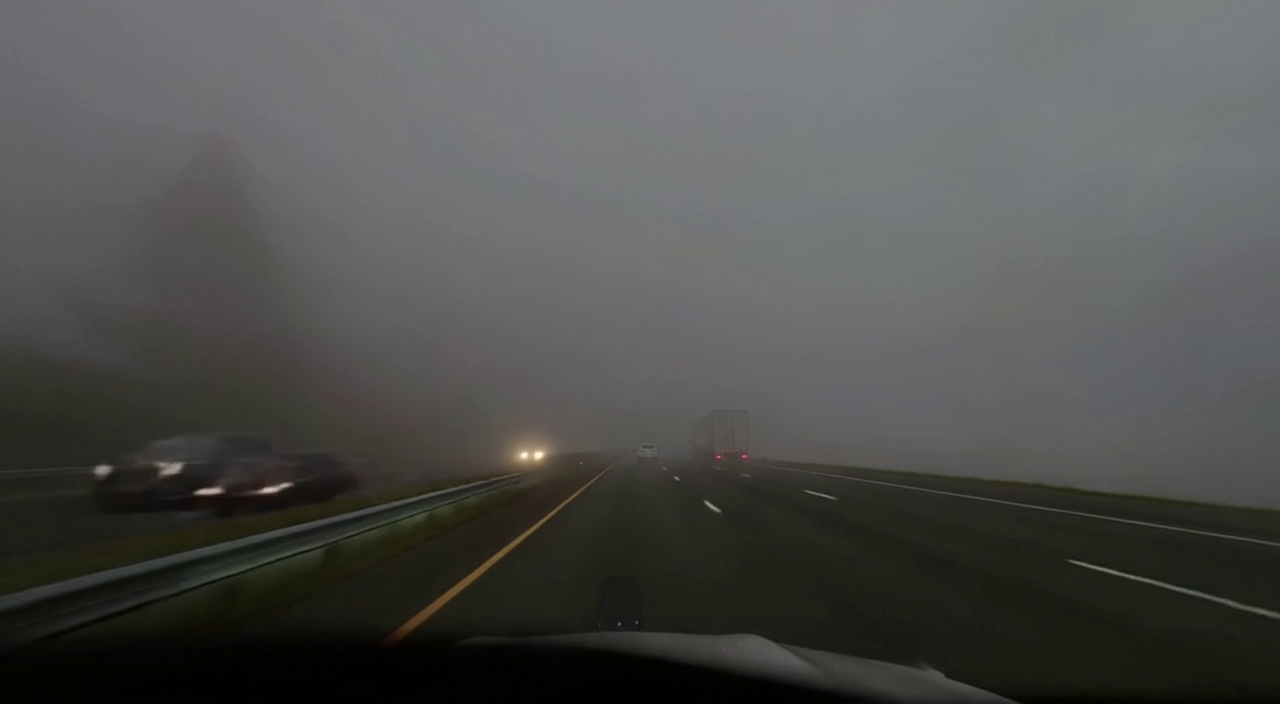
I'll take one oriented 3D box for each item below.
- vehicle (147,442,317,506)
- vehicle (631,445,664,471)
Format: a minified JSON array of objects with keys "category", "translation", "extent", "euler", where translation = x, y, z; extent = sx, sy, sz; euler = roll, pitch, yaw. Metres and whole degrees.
[{"category":"vehicle","translation":[-11.685,3.505,18.499],"extent":[2.018,1.610,4.523],"euler":[0,-9,-1]},{"category":"vehicle","translation":[0.489,6.824,40.704],"extent":[2.024,1.579,3.707],"euler":[0,-9,0]}]
